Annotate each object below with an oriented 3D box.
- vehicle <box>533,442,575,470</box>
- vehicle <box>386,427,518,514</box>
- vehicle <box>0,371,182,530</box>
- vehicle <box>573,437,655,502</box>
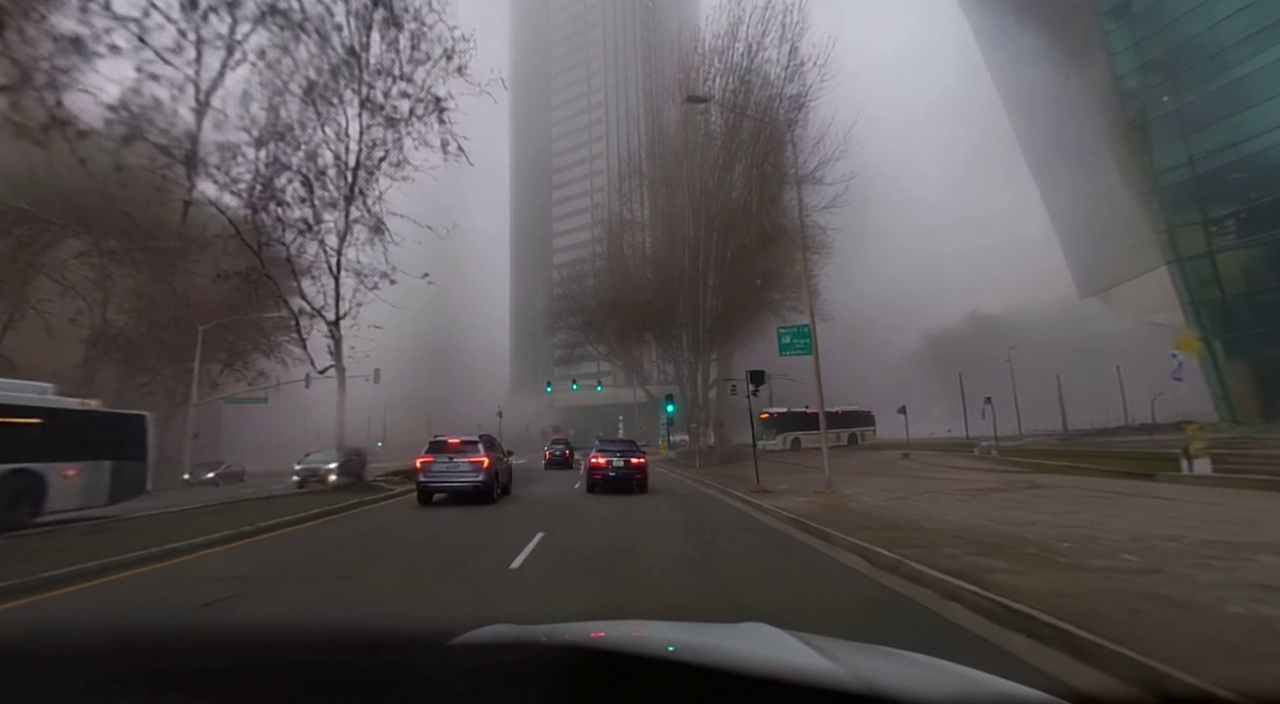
[{"bbox_3d":[-4.831,5.885,35.891,1.961,1.517,4.202,1,-9,-3],"label":"vehicle"},{"bbox_3d":[-3.940,2.541,13.903,1.848,1.641,3.686,0,-9,-2],"label":"vehicle"},{"bbox_3d":[-15.102,2.233,14.304,2.804,3.352,8.895,0,-9,-1],"label":"vehicle"},{"bbox_3d":[-0.683,3.074,16.826,1.933,1.504,3.802,1,-9,-2],"label":"vehicle"}]
